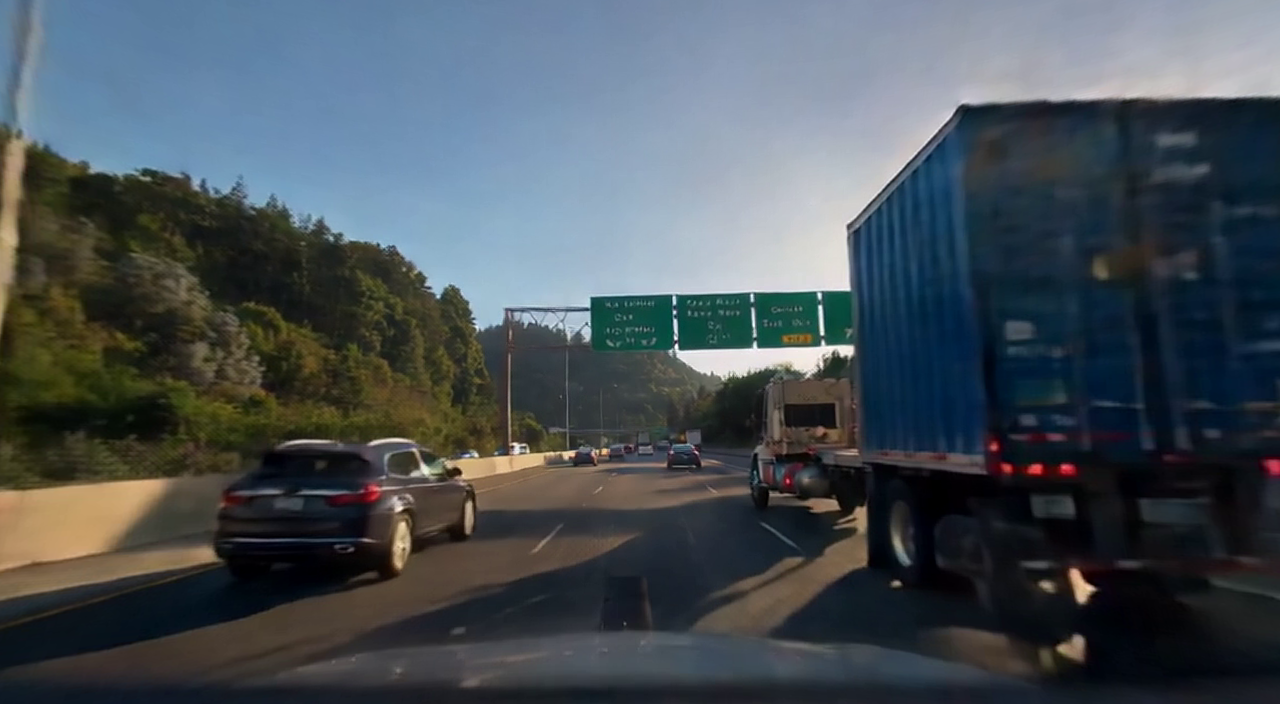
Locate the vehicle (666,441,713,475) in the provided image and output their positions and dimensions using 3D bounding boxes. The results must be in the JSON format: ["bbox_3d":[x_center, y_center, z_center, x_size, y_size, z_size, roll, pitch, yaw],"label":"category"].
[{"bbox_3d":[2.335,5.026,30.099,2.040,1.461,4.822,-1,-8,3],"label":"vehicle"}]

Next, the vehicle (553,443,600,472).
[{"bbox_3d":[-3.459,5.838,35.129,2.099,1.494,4.504,-1,-8,1],"label":"vehicle"}]

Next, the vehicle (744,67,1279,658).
[{"bbox_3d":[3.998,0.751,9.695,2.985,3.895,11.239,-1,-8,1],"label":"vehicle"}]

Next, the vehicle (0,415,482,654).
[{"bbox_3d":[-3.406,1.608,6.849,1.974,1.589,5.047,-1,-8,1],"label":"vehicle"}]
